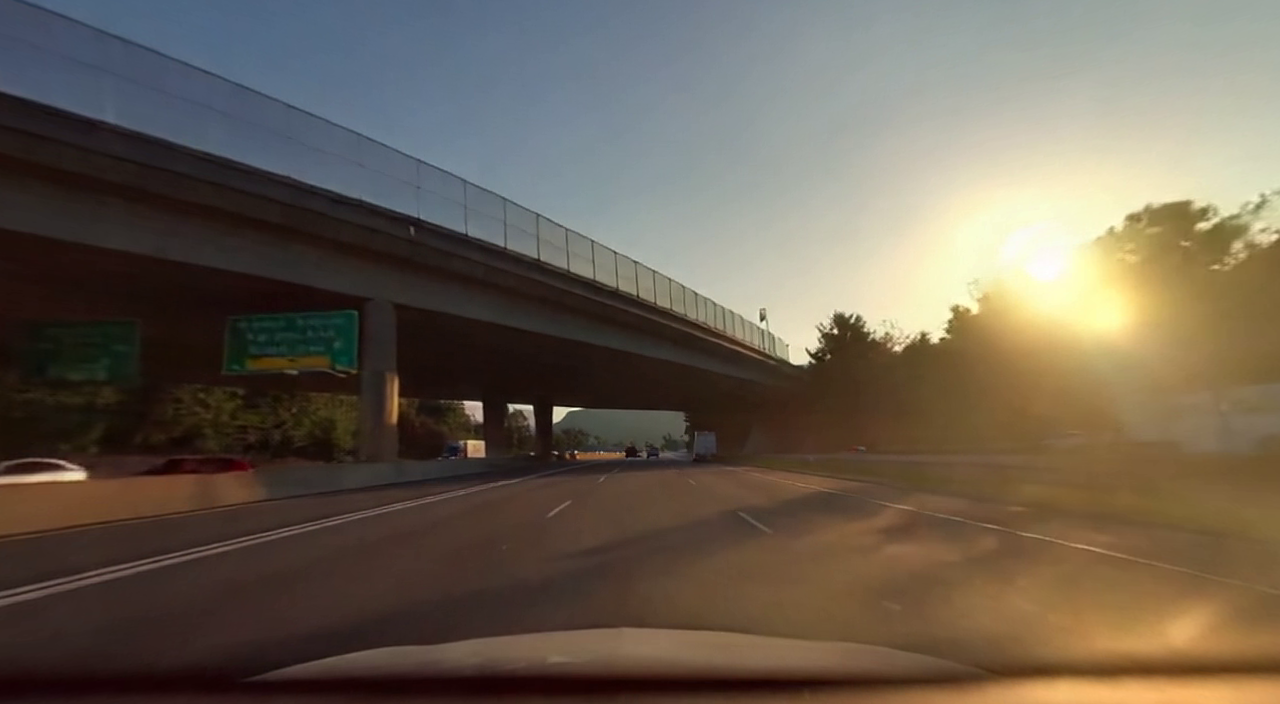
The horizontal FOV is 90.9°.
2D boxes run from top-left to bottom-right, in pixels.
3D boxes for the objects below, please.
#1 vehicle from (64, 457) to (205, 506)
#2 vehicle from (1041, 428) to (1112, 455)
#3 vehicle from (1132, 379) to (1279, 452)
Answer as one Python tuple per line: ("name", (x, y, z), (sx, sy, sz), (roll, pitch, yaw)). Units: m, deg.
("vehicle", (-16.562, 4.231, 20.905), (1.639, 1.433, 3.624), (0, -9, 0))
("vehicle", (31.297, 6.462, 45.305), (2.038, 1.823, 3.744), (1, -9, -9))
("vehicle", (37.196, 3.913, 37.587), (2.876, 4.046, 13.881), (1, -9, -8))
